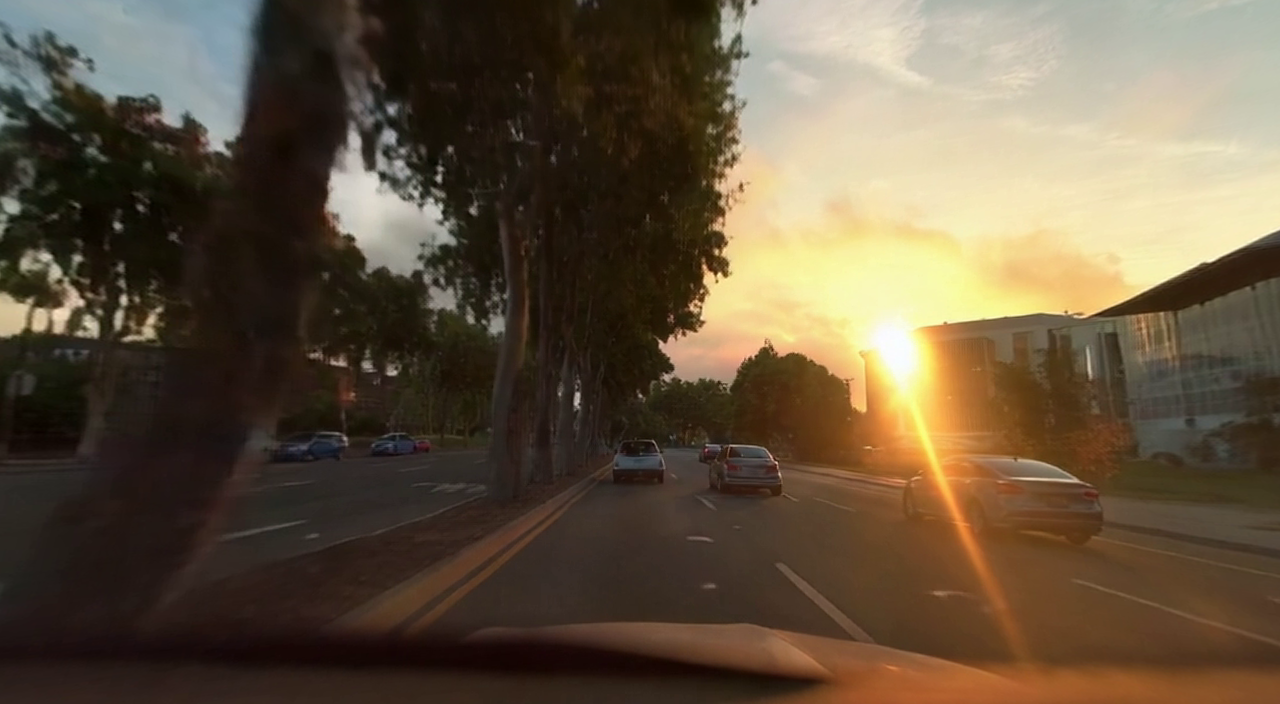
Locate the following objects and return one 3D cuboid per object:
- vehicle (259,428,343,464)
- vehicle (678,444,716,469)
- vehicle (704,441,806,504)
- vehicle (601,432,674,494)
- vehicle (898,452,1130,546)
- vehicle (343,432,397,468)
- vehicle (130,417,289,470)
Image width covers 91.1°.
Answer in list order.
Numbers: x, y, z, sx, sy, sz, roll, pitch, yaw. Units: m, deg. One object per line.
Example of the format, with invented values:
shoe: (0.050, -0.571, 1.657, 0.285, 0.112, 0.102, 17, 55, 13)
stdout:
vehicle: (-18.567, 5.190, 34.646, 1.915, 1.824, 4.760, 0, -8, 1)
vehicle: (3.602, 6.693, 40.422, 2.012, 1.462, 4.163, 0, -8, -1)
vehicle: (2.968, 3.202, 17.178, 1.932, 1.510, 4.168, 0, -8, -1)
vehicle: (-0.056, 3.370, 19.413, 2.008, 1.674, 4.239, 0, -8, 0)
vehicle: (7.030, 2.762, 12.480, 1.944, 1.458, 4.268, 0, -8, -1)
vehicle: (-13.218, 4.808, 30.905, 2.161, 1.642, 4.587, 3, -9, -21)
vehicle: (-18.748, 4.077, 27.955, 2.226, 2.019, 6.809, 0, -8, 0)
